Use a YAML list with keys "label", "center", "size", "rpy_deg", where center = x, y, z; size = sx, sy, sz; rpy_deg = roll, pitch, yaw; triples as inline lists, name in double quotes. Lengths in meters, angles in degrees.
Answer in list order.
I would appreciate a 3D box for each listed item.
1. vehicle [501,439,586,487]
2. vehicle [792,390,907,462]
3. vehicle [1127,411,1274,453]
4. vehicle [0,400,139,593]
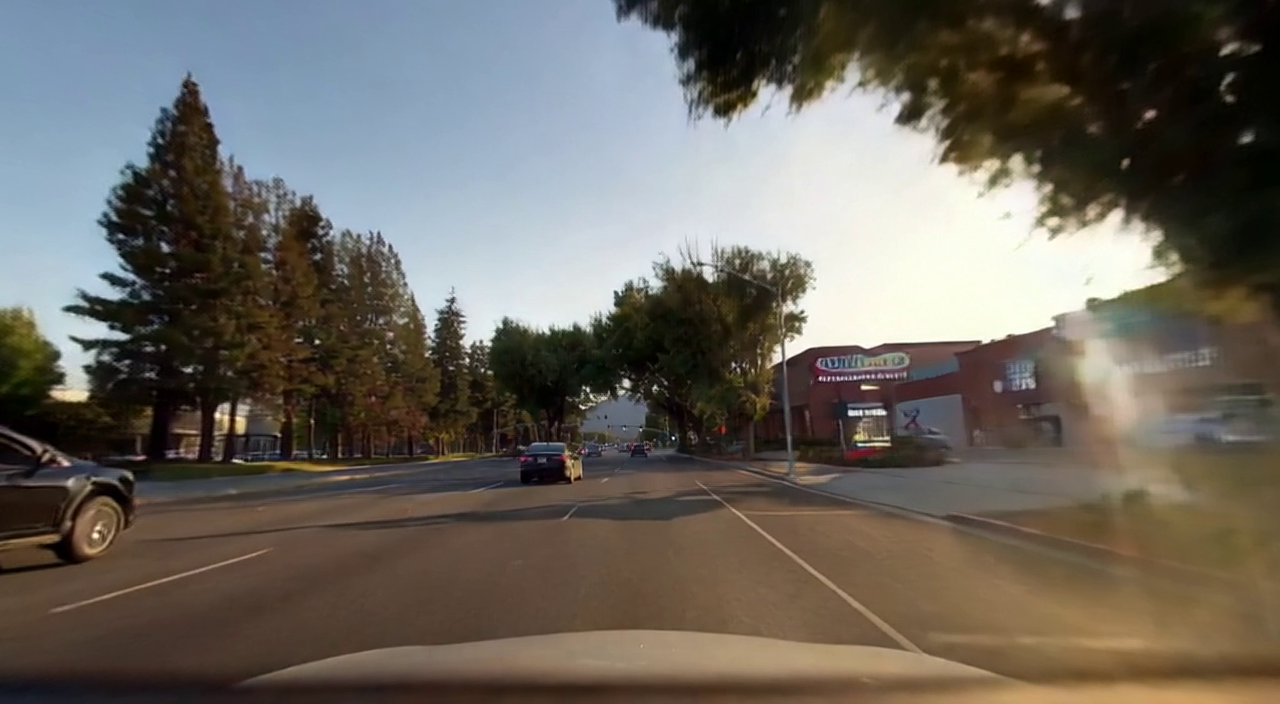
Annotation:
- label: "vehicle"
  center: [-3.202, 3.801, 21.914]
  size: [2.152, 1.479, 4.394]
  rpy_deg: [0, -9, 1]
- label: "vehicle"
  center: [12.132, 4.631, 37.994]
  size: [2.995, 3.704, 10.928]
  rpy_deg: [0, -9, -1]
- label: "vehicle"
  center: [25.254, 3.643, 28.516]
  size: [4.643, 1.852, 1.978]
  rpy_deg: [0, -9, 1]
- label: "vehicle"
  center: [-6.813, 1.190, 4.941]
  size: [2.043, 1.726, 4.472]
  rpy_deg: [0, -9, 0]
